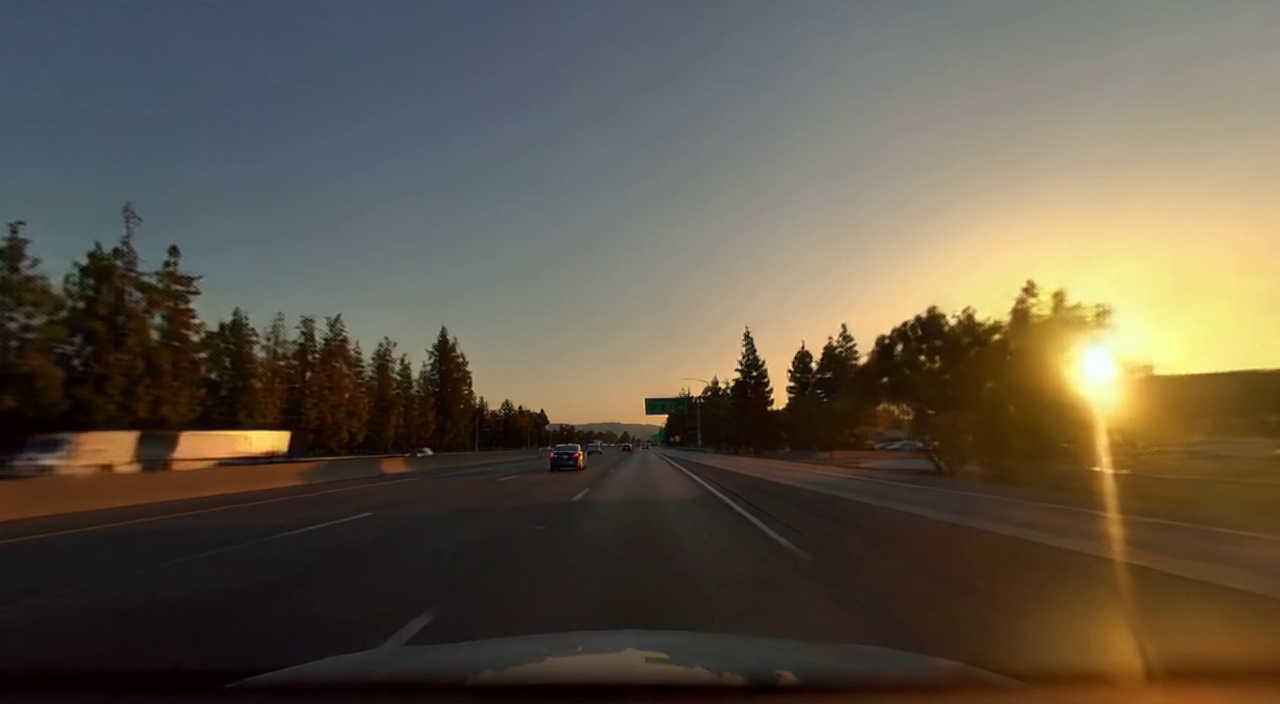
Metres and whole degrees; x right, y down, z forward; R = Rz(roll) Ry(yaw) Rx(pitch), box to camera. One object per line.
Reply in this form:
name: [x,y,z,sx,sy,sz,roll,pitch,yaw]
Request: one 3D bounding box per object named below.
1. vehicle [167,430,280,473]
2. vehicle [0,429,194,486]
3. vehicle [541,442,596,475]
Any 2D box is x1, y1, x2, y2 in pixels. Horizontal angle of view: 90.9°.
vehicle: [-31.718,7.654,48.639,2.802,2.979,8.523,0,-8,1]
vehicle: [-31.752,6.199,37.690,2.984,2.941,9.677,0,-8,1]
vehicle: [-3.388,5.163,30.793,2.128,1.450,4.078,0,-8,1]
